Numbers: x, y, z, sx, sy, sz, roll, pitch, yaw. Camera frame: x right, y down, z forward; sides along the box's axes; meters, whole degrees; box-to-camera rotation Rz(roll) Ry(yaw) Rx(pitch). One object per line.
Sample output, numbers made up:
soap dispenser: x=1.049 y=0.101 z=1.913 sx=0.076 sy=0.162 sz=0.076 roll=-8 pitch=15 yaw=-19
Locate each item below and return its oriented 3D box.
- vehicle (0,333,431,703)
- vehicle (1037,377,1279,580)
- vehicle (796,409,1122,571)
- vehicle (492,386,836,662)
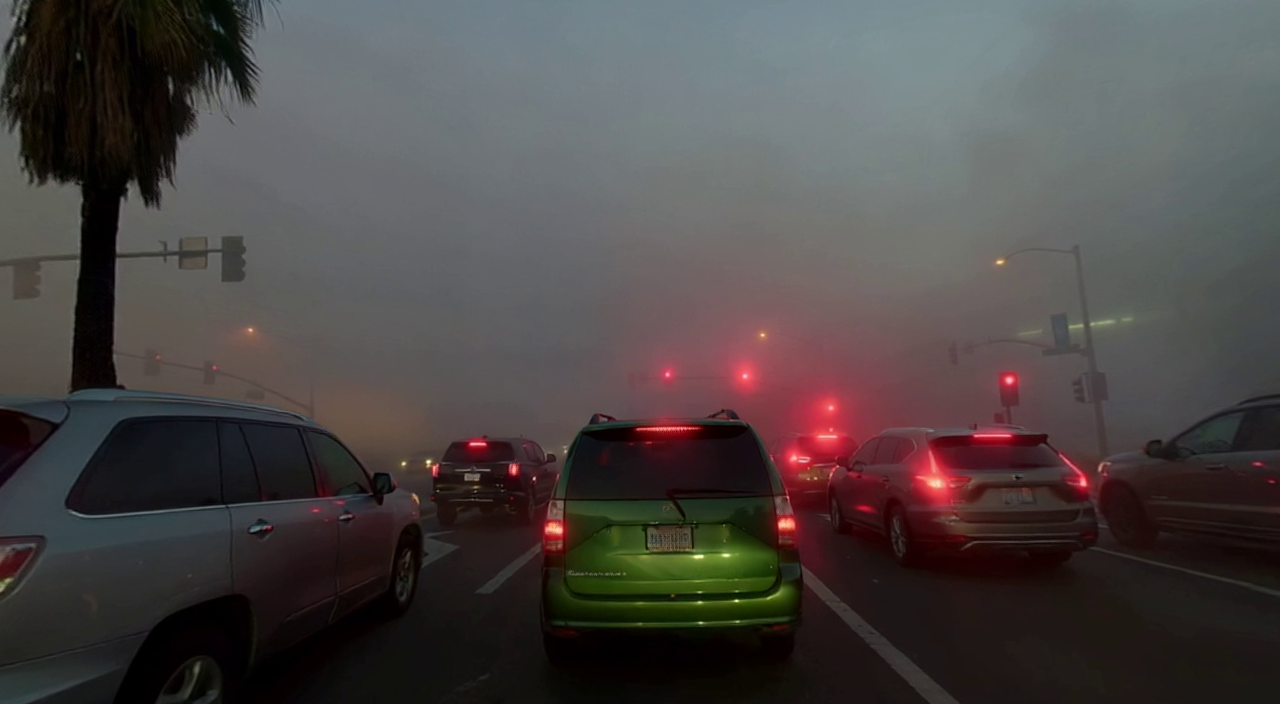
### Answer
vehicle: x=-3.155 y=1.080 z=3.920 sx=2.171 sy=1.702 sz=4.416 roll=0 pitch=-9 yaw=0
vehicle: x=7.341 y=1.339 z=6.841 sx=2.337 sy=1.925 sz=5.728 roll=0 pitch=-8 yaw=1
vehicle: x=4.025 y=1.848 z=9.295 sx=2.072 sy=1.704 sz=5.170 roll=0 pitch=-9 yaw=-1
vehicle: x=0.181 y=1.373 z=6.044 sx=2.123 sy=1.704 sz=4.128 roll=0 pitch=-9 yaw=1
